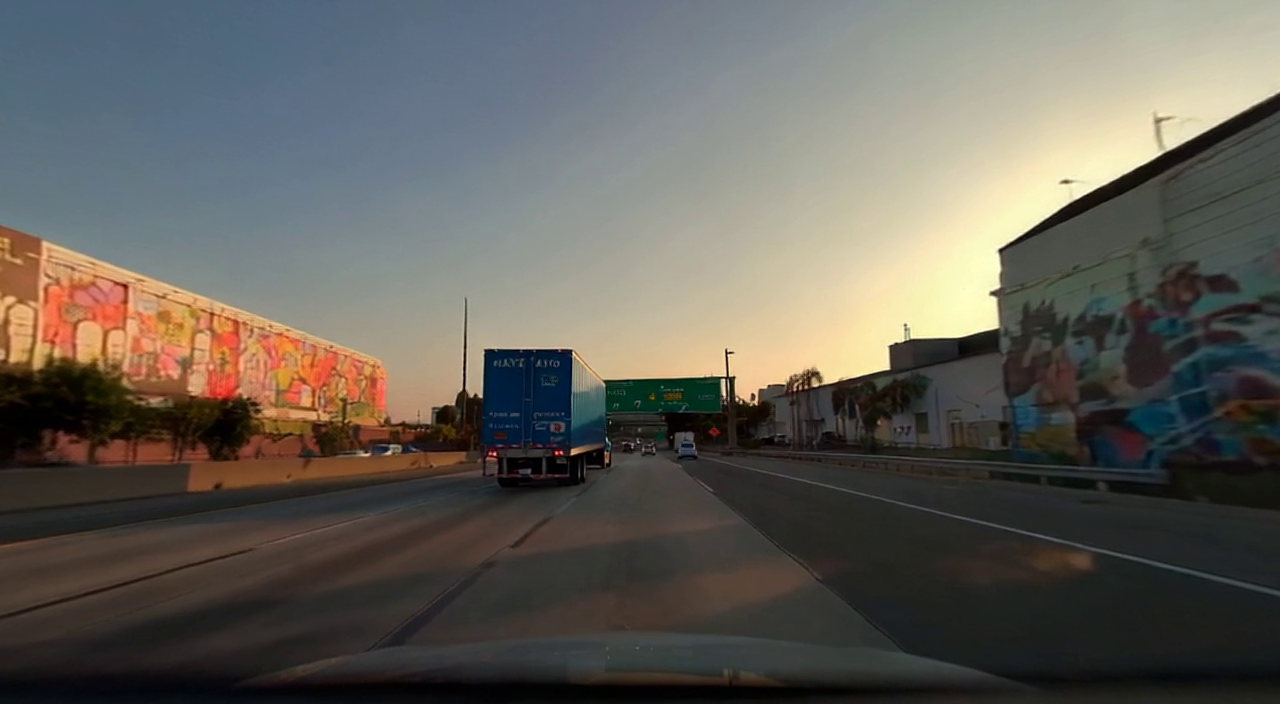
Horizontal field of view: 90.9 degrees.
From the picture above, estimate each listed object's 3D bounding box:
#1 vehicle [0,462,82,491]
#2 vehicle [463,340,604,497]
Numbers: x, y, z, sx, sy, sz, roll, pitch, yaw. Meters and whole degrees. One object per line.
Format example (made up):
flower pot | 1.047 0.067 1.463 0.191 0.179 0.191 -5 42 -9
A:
vehicle | -35.919 7.341 37.432 1.687 1.430 4.239 0 -8 1
vehicle | -3.030 2.279 20.912 2.977 4.048 8.890 -1 -7 1
